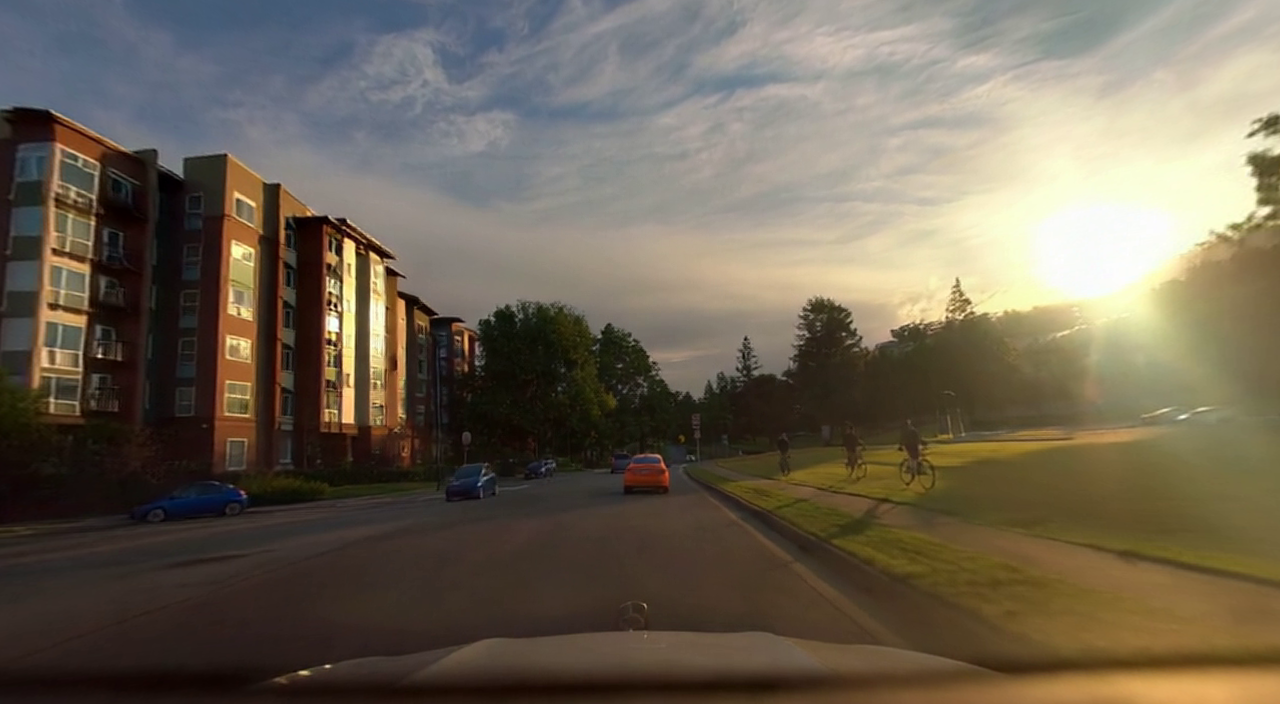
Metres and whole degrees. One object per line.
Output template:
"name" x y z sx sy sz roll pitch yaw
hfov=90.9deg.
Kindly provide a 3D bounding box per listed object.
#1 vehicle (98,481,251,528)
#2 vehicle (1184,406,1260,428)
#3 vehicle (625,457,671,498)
"vehicle" -18.772 6.110 25.574 2.116 1.409 4.607 -9 -12 43
"vehicle" 44.942 5.058 48.698 4.615 1.596 2.002 2 -9 -15
"vehicle" 0.320 4.533 23.024 1.559 1.351 2.452 -1 -9 2
